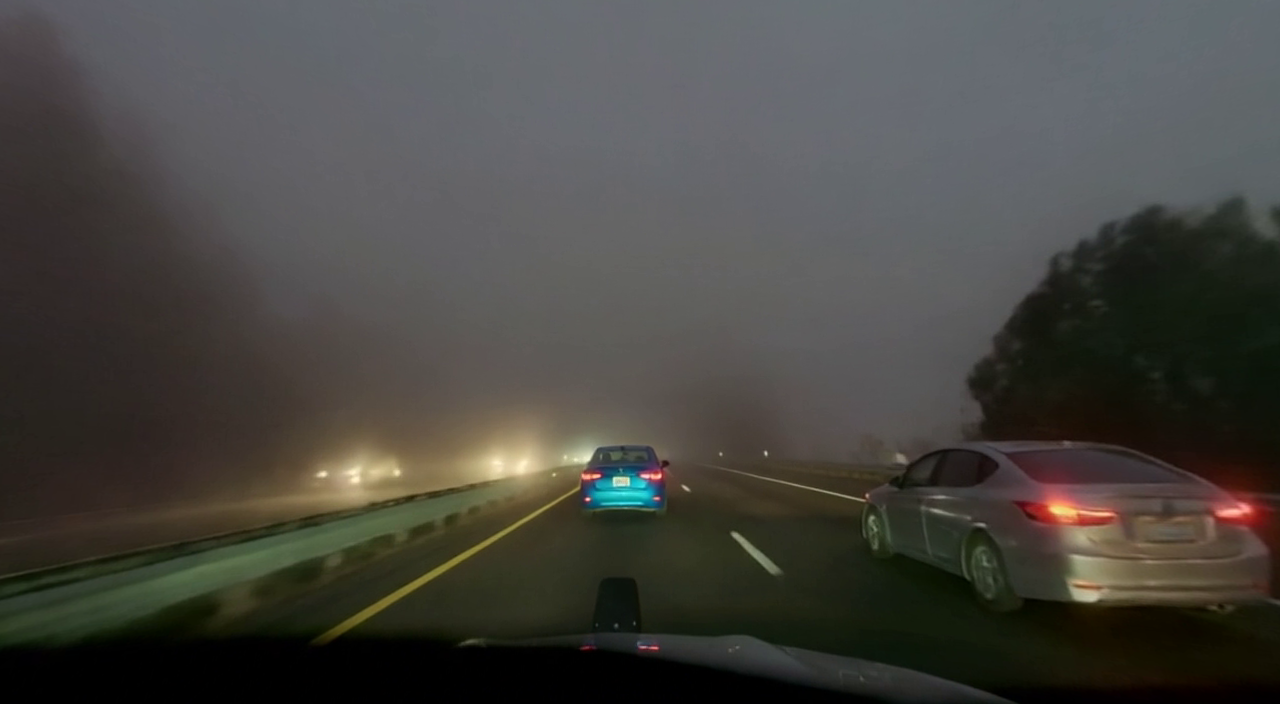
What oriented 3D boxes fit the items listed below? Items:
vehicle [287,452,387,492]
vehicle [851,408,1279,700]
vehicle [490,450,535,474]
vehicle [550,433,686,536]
[{"bbox_3d":[-13.176,5.214,27.596,1.907,1.566,4.287,-1,-9,6],"label":"vehicle"},{"bbox_3d":[3.598,1.382,5.434,2.021,1.533,4.014,0,-9,-2],"label":"vehicle"},{"bbox_3d":[-8.901,7.685,44.088,1.925,1.558,4.069,-2,-9,7],"label":"vehicle"},{"bbox_3d":[-0.392,2.381,11.867,2.083,1.548,4.251,0,-9,-1],"label":"vehicle"}]
